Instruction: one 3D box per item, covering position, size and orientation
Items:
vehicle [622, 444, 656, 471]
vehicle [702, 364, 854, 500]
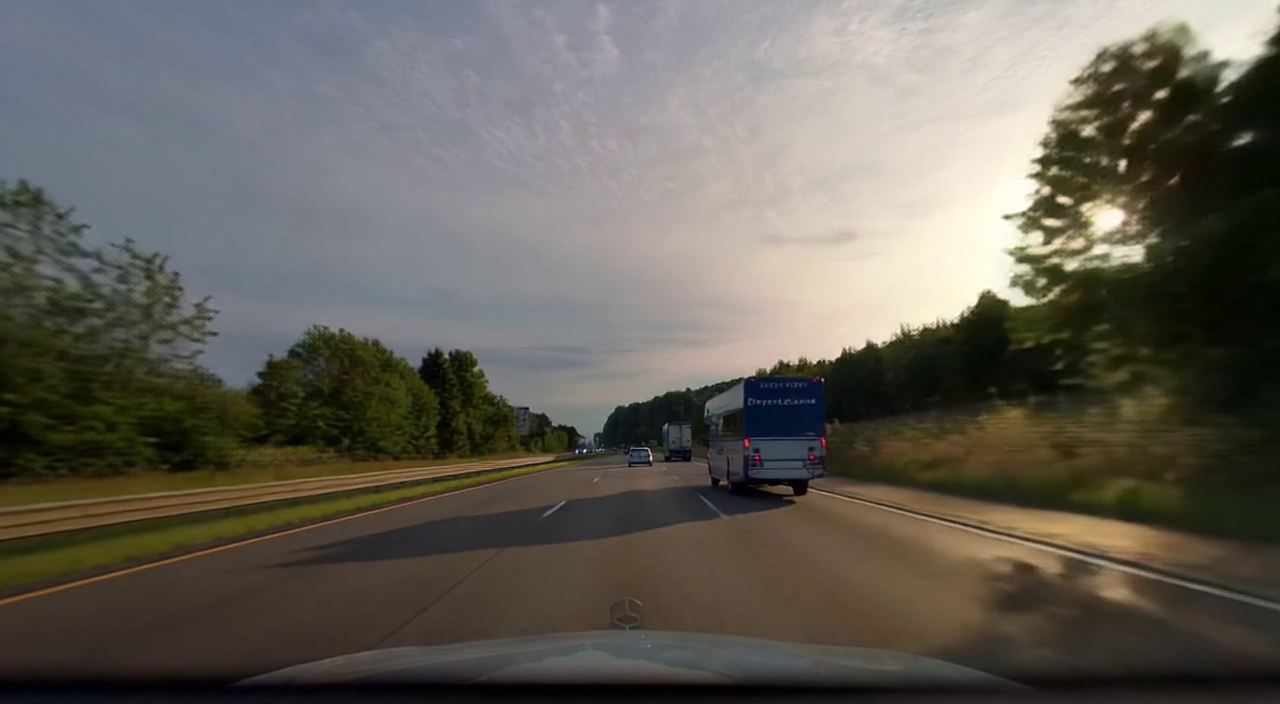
[{"bbox_3d":[-0.037,7.045,42.255,2.151,1.678,3.923,0,-9,1],"label":"vehicle"},{"bbox_3d":[4.006,2.731,20.777,2.931,3.530,8.760,0,-9,0],"label":"vehicle"}]
